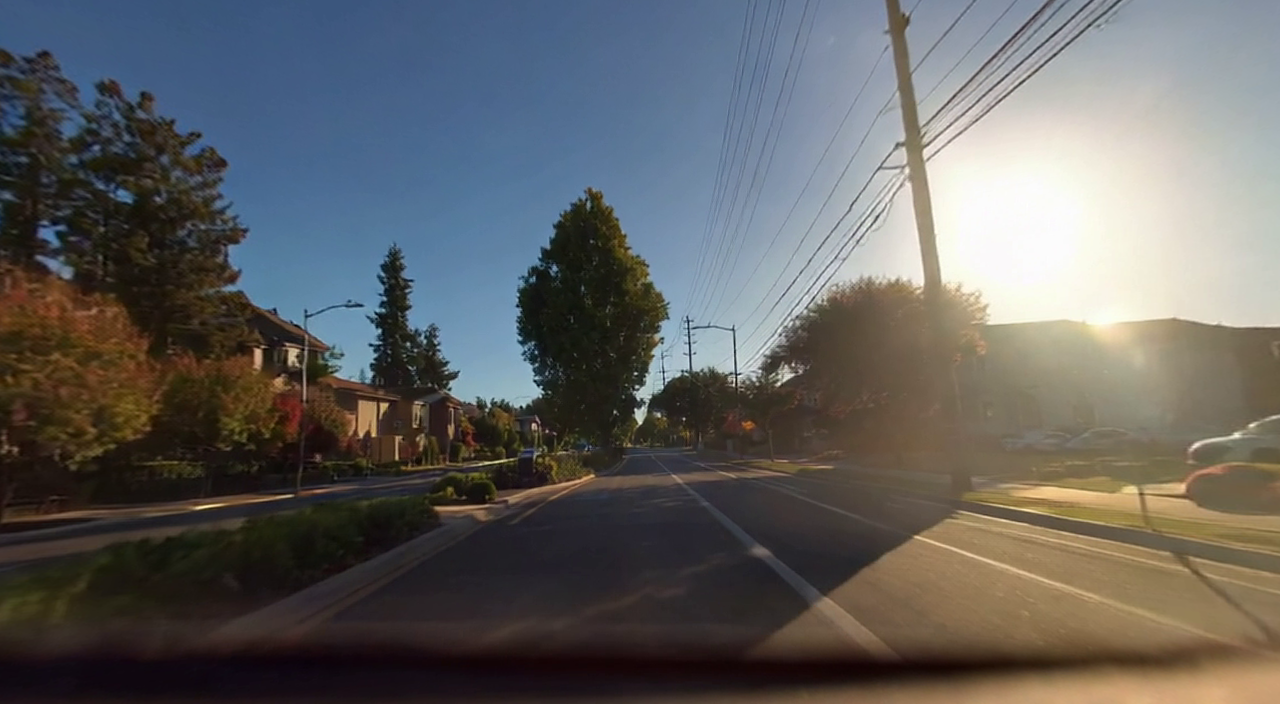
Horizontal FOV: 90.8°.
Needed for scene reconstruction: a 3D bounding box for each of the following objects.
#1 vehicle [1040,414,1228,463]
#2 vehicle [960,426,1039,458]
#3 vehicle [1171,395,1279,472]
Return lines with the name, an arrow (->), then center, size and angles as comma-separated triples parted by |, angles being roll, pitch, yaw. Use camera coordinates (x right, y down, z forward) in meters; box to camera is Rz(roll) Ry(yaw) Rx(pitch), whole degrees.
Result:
vehicle -> 16.590, 2.924, 21.399 | 4.681, 1.541, 2.049 | 0, -8, -3
vehicle -> 22.101, 5.567, 39.057 | 1.960, 1.873, 4.839 | 0, -8, -1
vehicle -> 16.762, 2.062, 15.886 | 4.833, 1.786, 2.136 | 0, -8, 0
